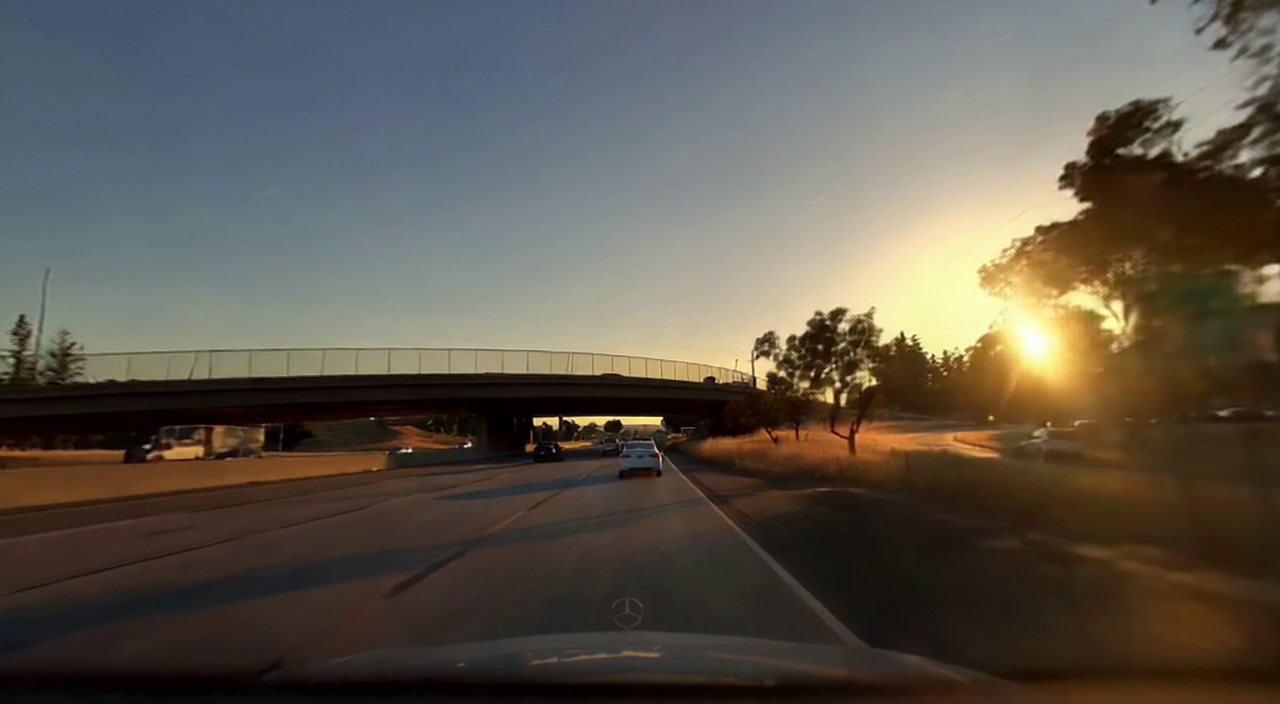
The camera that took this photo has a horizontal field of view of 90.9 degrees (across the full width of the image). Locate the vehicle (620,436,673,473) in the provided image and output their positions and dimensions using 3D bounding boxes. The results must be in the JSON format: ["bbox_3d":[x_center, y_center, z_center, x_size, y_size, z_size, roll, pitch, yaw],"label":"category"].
[{"bbox_3d":[0.256,4.401,27.311,2.145,1.493,4.146,0,-8,0],"label":"vehicle"}]

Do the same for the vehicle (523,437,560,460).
[{"bbox_3d":[-7.481,7.358,48.196,2.067,1.682,4.388,0,-8,1],"label":"vehicle"}]

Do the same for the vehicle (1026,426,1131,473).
[{"bbox_3d":[18.415,4.098,26.788,2.095,1.674,4.530,2,-8,13],"label":"vehicle"}]
